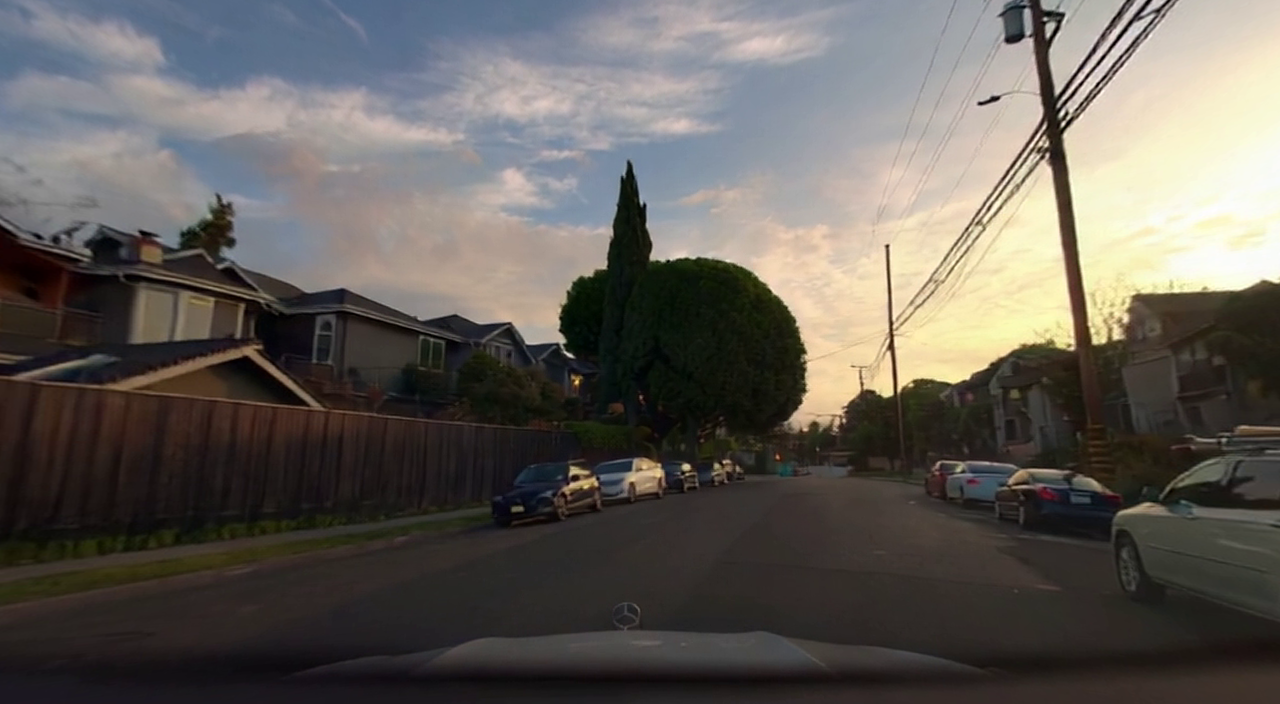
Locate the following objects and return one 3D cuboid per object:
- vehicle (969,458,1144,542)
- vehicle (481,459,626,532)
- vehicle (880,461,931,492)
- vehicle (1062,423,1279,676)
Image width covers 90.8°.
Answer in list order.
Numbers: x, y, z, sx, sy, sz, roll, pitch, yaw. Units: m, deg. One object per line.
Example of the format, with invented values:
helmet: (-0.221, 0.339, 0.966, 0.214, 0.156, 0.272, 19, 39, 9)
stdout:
vehicle: (8.517, 2.982, 13.403, 1.887, 1.435, 4.161, -3, -10, 17)
vehicle: (-1.927, 3.441, 15.817, 1.930, 1.478, 4.731, -2, -9, 14)
vehicle: (14.347, 6.700, 34.406, 1.979, 1.480, 4.500, -3, -9, 16)
vehicle: (5.784, 1.479, 5.164, 2.439, 1.670, 4.631, -2, -9, 15)
